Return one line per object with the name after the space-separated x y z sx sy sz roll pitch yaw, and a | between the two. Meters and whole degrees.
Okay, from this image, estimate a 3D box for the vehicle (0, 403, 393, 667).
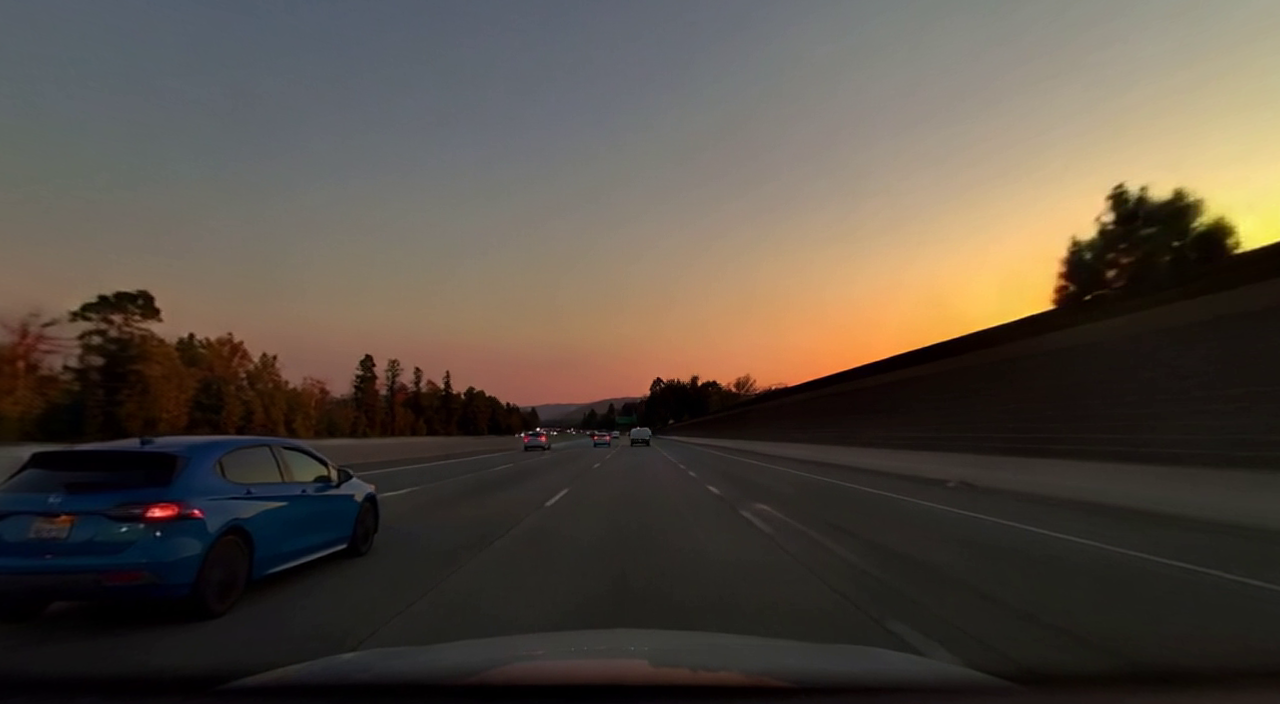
-4.071 1.313 5.613 2.079 1.500 3.881 0 -8 1 | vehicle

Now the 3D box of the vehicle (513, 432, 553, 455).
-7.912 6.781 46.844 2.053 1.582 4.878 0 -8 1 | vehicle
